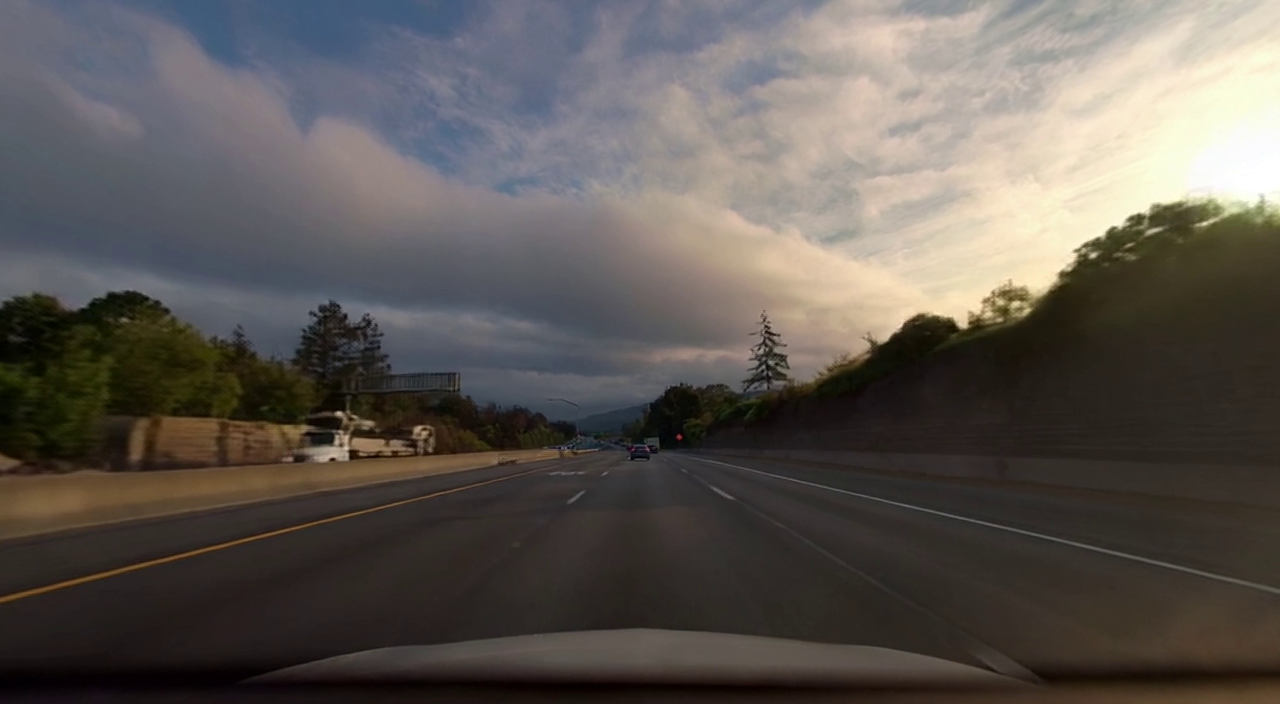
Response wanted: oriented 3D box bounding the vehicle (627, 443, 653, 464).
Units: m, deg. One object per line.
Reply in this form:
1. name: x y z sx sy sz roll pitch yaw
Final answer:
1. vehicle: 0.004 7.719 47.887 1.873 1.529 3.953 0 -9 0

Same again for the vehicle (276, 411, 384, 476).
1. vehicle: -19.914 5.988 41.212 2.984 3.802 7.929 0 -9 -1
